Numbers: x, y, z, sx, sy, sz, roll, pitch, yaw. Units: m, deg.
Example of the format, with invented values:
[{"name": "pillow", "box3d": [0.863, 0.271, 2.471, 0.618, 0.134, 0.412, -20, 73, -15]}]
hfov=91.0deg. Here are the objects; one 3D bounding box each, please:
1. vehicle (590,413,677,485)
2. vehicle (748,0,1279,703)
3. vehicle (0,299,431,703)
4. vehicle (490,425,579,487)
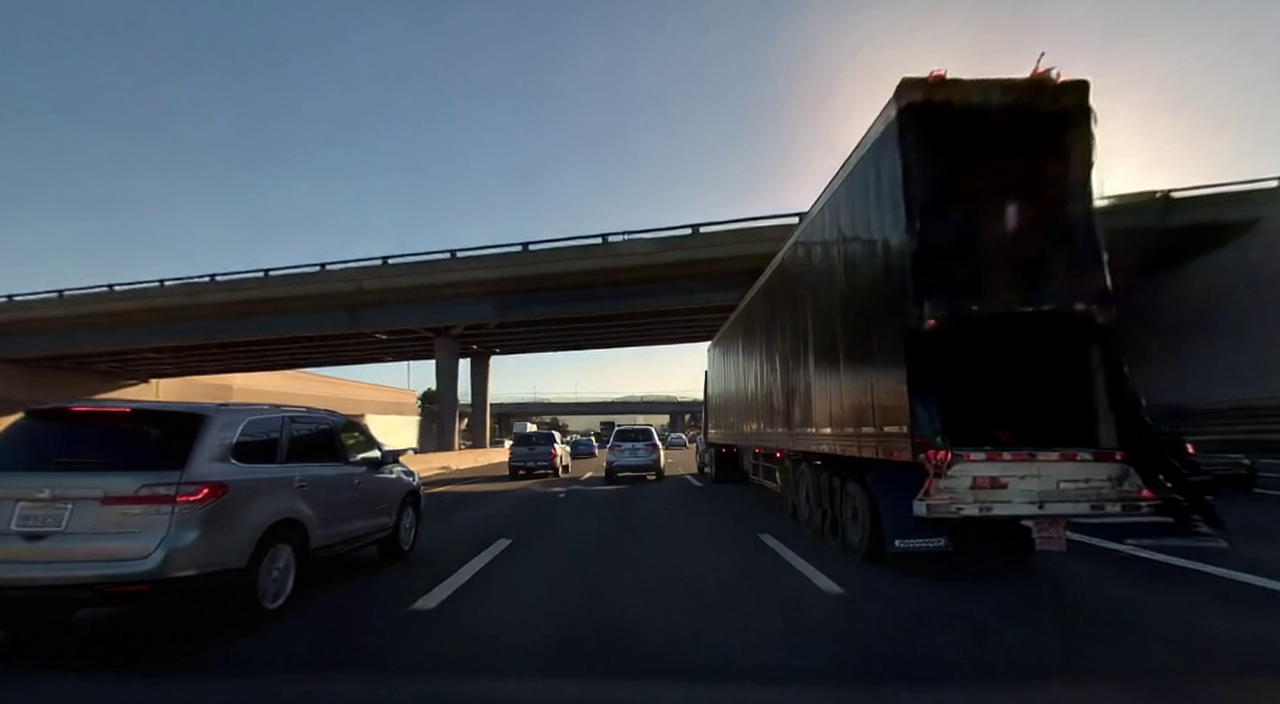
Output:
[{"name": "vehicle", "box3d": [-0.205, 3.439, 22.532, 2.704, 2.216, 5.804, 0, -8, 0]}, {"name": "vehicle", "box3d": [3.594, -0.119, 4.556, 2.852, 4.121, 16.210, 0, -8, 0]}, {"name": "vehicle", "box3d": [-3.396, 1.027, 4.322, 2.193, 1.803, 4.958, 0, -8, 0]}, {"name": "vehicle", "box3d": [-3.352, 3.440, 21.033, 2.120, 1.812, 4.659, 0, -8, 1]}]
